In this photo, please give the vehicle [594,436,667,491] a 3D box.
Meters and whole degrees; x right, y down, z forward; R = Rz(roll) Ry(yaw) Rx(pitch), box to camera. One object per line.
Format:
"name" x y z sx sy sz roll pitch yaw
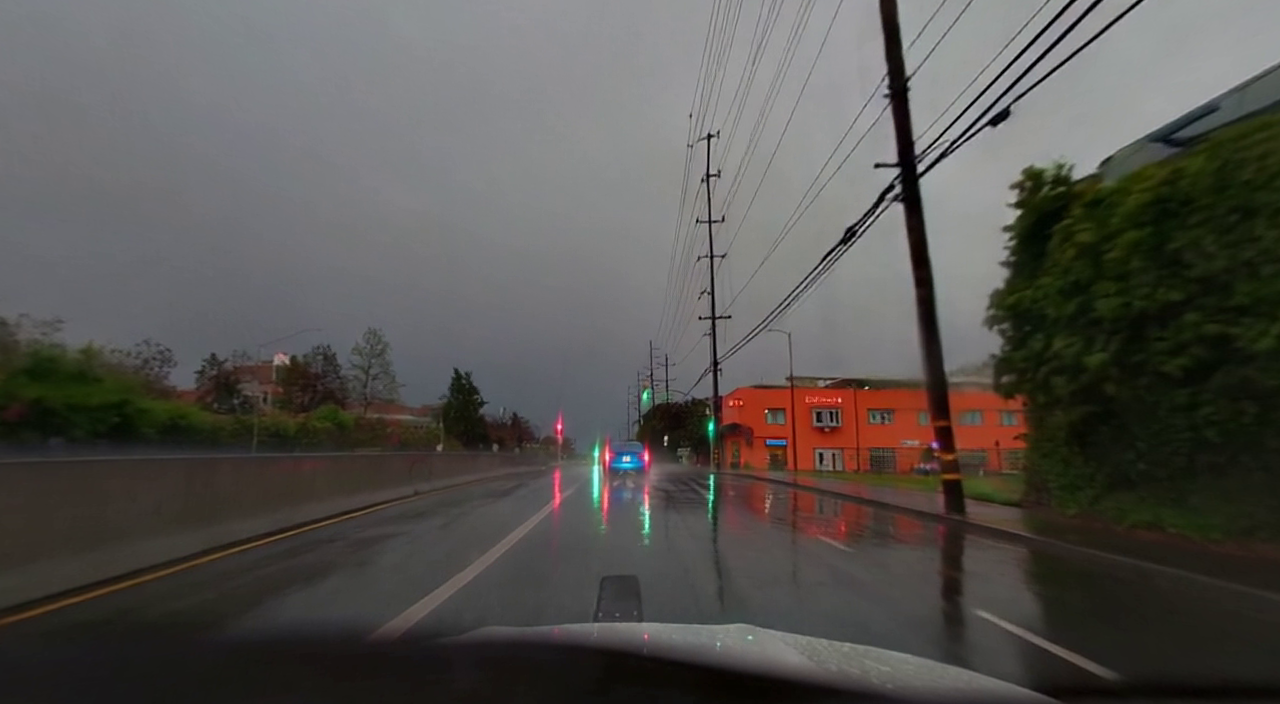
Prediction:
"vehicle" -0.349 3.475 20.121 2.123 1.566 3.662 0 -8 -2
